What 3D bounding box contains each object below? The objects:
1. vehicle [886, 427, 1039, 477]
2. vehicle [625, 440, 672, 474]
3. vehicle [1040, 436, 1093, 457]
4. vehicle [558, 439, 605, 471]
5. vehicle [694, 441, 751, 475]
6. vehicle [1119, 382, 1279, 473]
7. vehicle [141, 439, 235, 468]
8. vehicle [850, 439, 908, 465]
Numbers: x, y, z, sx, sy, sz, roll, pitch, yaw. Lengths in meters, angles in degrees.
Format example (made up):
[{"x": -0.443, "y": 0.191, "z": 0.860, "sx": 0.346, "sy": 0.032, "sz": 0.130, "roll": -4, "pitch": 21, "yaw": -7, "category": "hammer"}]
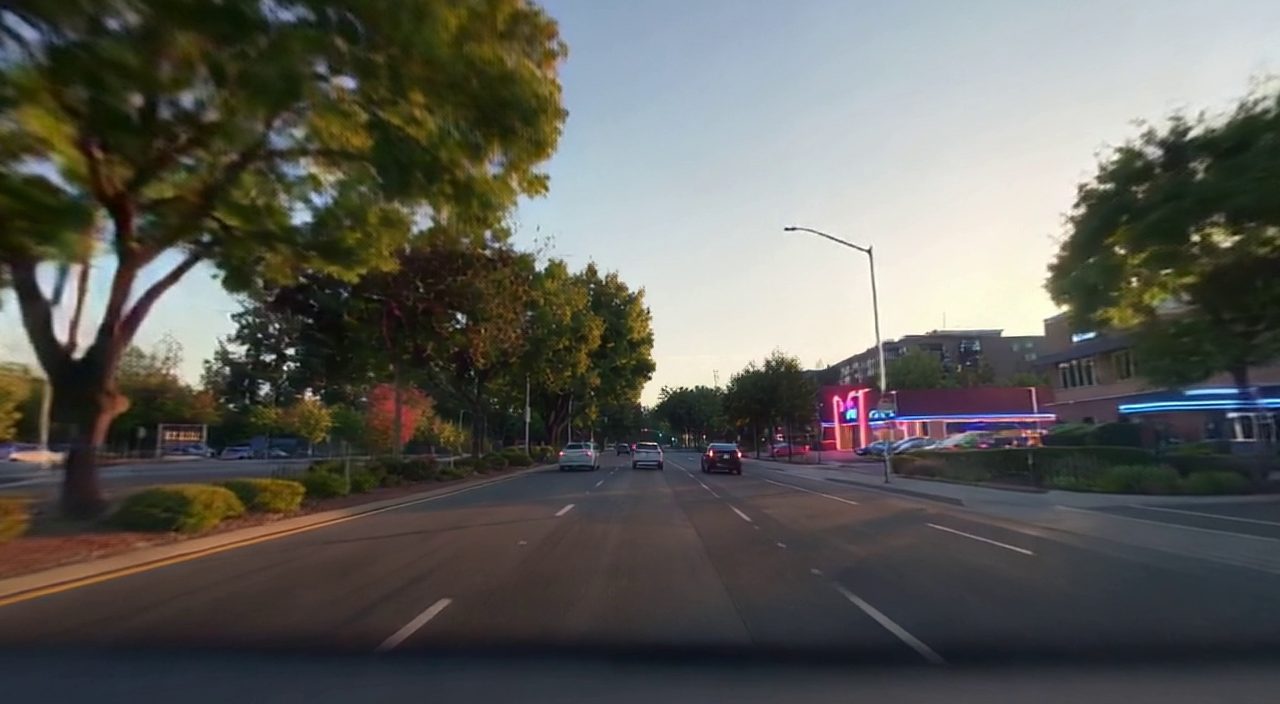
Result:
[{"x": 13.375, "y": 4.189, "z": 26.429, "sx": 5.144, "sy": 1.834, "sz": 2.188, "roll": -2, "pitch": -9, "yaw": 2, "category": "vehicle"}, {"x": 0.380, "y": 4.913, "z": 29.684, "sx": 2.059, "sy": 1.477, "sz": 4.216, "roll": 0, "pitch": -8, "yaw": 0, "category": "vehicle"}, {"x": 32.693, "y": 7.261, "z": 48.411, "sx": 1.777, "sy": 1.465, "sz": 3.743, "roll": -1, "pitch": -9, "yaw": 7, "category": "vehicle"}, {"x": -3.025, "y": 5.444, "z": 33.487, "sx": 1.995, "sy": 1.607, "sz": 4.086, "roll": 0, "pitch": -8, "yaw": 1, "category": "vehicle"}, {"x": 3.788, "y": 4.947, "z": 29.712, "sx": 2.012, "sy": 1.462, "sz": 4.400, "roll": 0, "pitch": -8, "yaw": -1, "category": "vehicle"}, {"x": 26.141, "y": 3.236, "z": 27.103, "sx": 8.385, "sy": 3.654, "sz": 2.810, "roll": -1, "pitch": -8, "yaw": 2, "category": "vehicle"}, {"x": -34.964, "y": 7.827, "z": 49.053, "sx": 2.578, "sy": 1.973, "sz": 6.455, "roll": 1, "pitch": -8, "yaw": -1, "category": "vehicle"}, {"x": 15.456, "y": 6.486, "z": 41.047, "sx": 2.099, "sy": 1.526, "sz": 4.555, "roll": -1, "pitch": -8, "yaw": 2, "category": "vehicle"}]
